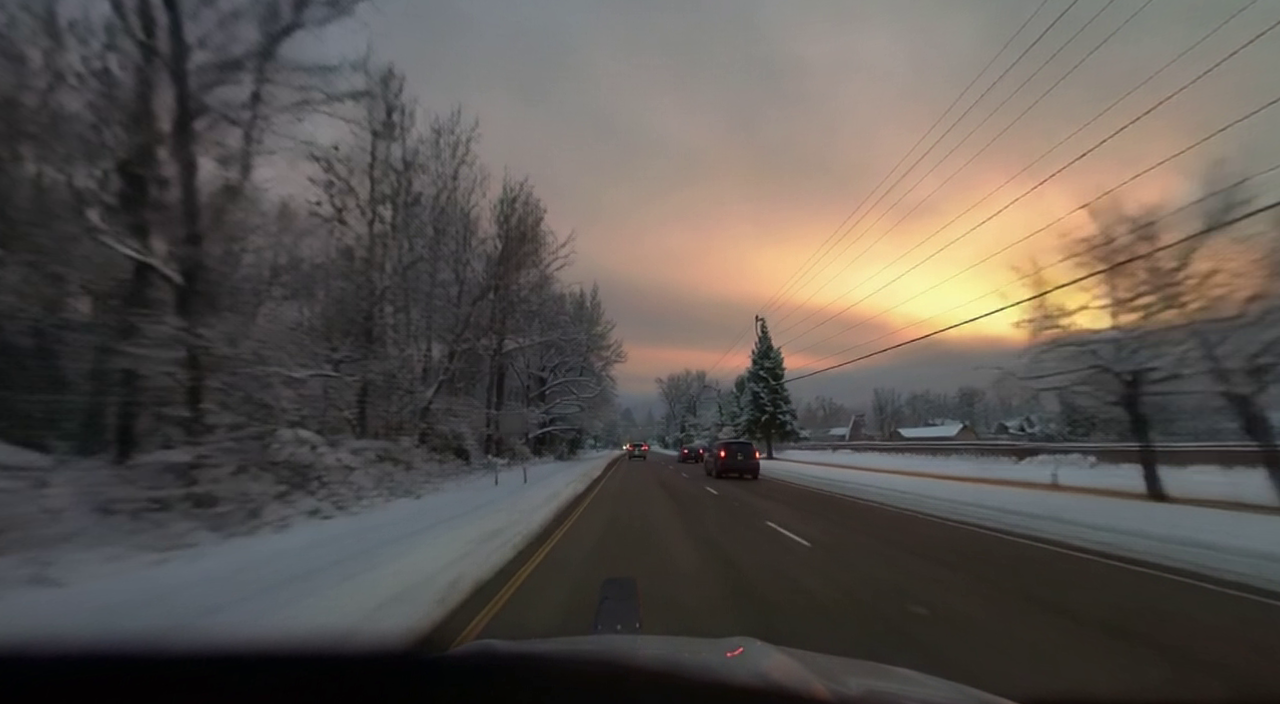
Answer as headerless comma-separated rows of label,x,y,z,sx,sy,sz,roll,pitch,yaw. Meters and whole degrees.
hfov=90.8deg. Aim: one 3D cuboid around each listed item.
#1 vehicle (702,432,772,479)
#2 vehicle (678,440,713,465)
vehicle,4.019,4.388,26.986,2.112,1.825,4.574,0,-8,-2
vehicle,3.800,7.021,44.118,2.012,1.653,4.115,0,-8,-1
